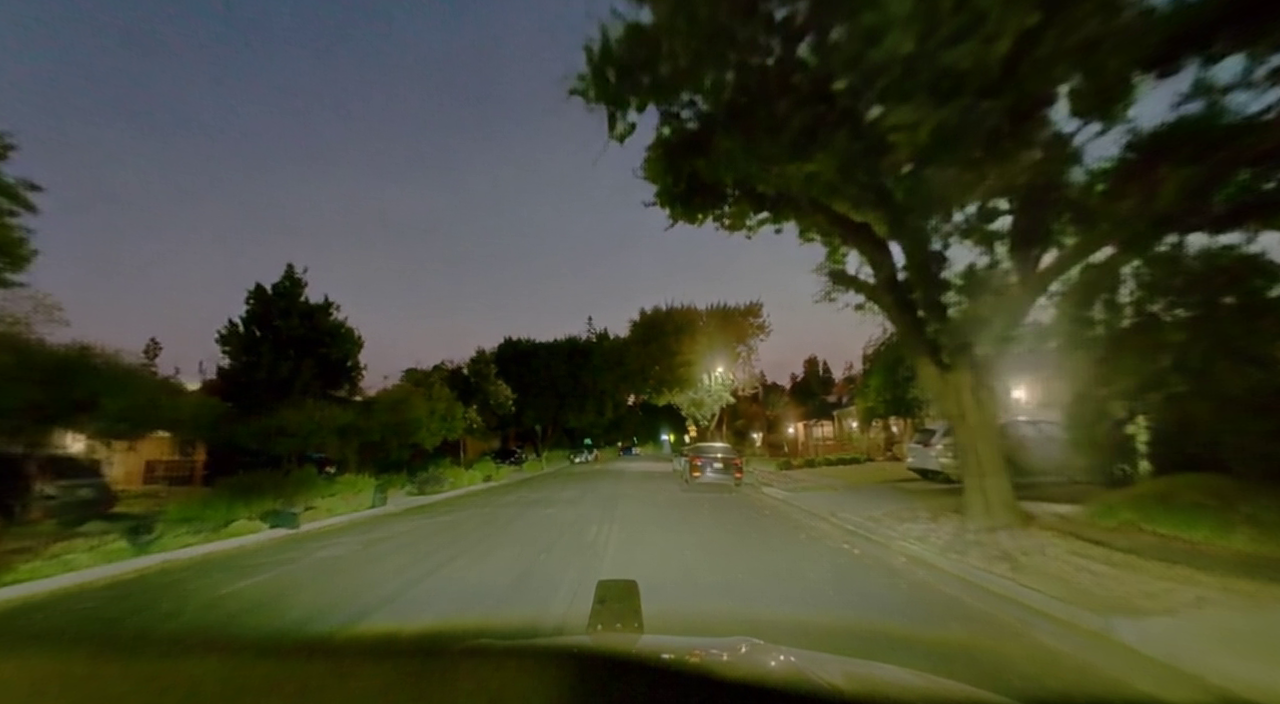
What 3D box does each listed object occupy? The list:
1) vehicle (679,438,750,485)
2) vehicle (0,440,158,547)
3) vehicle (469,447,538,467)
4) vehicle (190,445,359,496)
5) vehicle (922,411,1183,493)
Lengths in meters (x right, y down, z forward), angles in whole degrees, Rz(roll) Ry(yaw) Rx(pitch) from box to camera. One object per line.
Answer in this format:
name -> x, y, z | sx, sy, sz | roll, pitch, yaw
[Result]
vehicle -> 2.516, 3.842, 22.423 | 2.022, 1.483, 4.565 | 0, -9, 1
vehicle -> -11.555, 2.355, 10.852 | 4.972, 1.623, 1.884 | 0, -9, 1
vehicle -> -10.694, 8.277, 49.841 | 4.933, 1.547, 2.125 | 0, -9, 0
vehicle -> -11.436, 3.715, 20.022 | 4.118, 1.492, 1.902 | 0, -9, -3
vehicle -> 8.910, 2.198, 13.993 | 4.331, 1.570, 2.009 | -1, -8, 0
